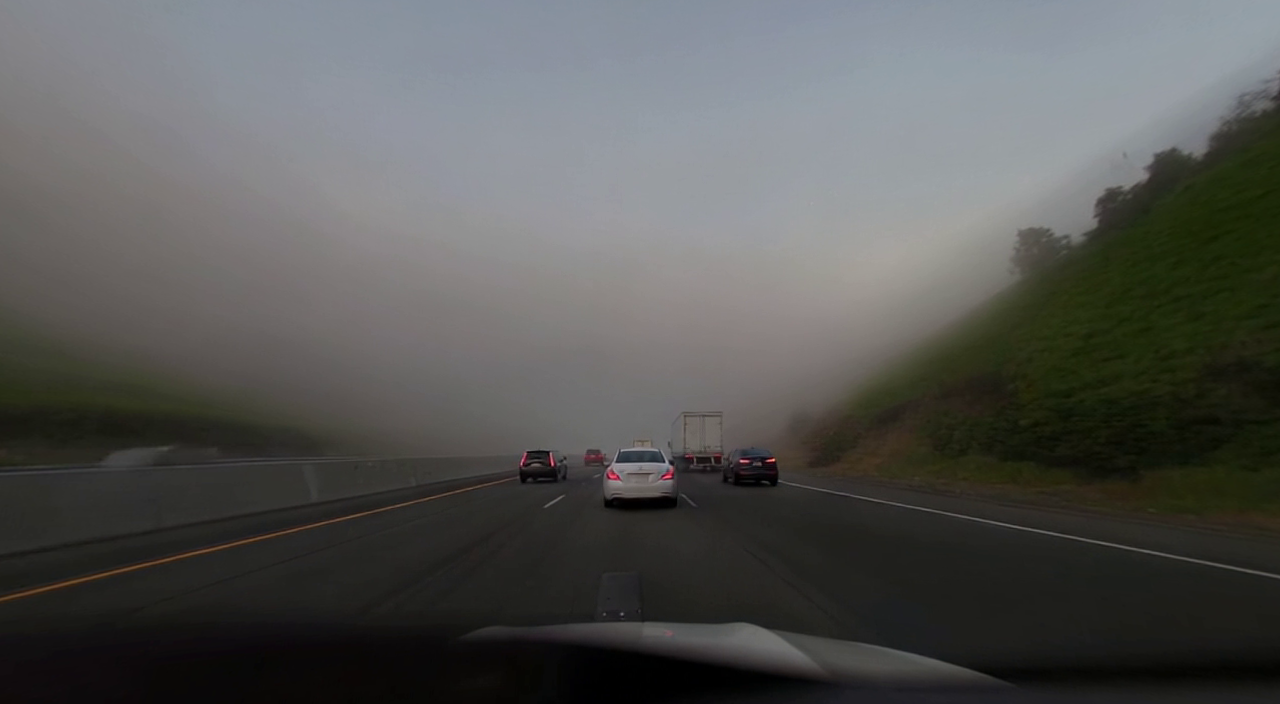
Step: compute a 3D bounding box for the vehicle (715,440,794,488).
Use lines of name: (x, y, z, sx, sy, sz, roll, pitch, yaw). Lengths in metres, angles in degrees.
vehicle: (4.101, 4.111, 23.340, 2.029, 1.579, 4.484, 0, -9, -1)

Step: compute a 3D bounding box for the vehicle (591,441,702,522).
vehicle: (0.121, 2.686, 13.521, 2.041, 1.484, 3.535, 0, -9, 0)

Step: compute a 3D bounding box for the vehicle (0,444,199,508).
vehicle: (-15.516, 3.496, 18.221, 1.959, 1.574, 4.844, 0, -9, 1)

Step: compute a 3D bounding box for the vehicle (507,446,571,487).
vehicle: (-3.956, 4.537, 25.295, 1.848, 1.486, 3.832, -1, -9, 2)
